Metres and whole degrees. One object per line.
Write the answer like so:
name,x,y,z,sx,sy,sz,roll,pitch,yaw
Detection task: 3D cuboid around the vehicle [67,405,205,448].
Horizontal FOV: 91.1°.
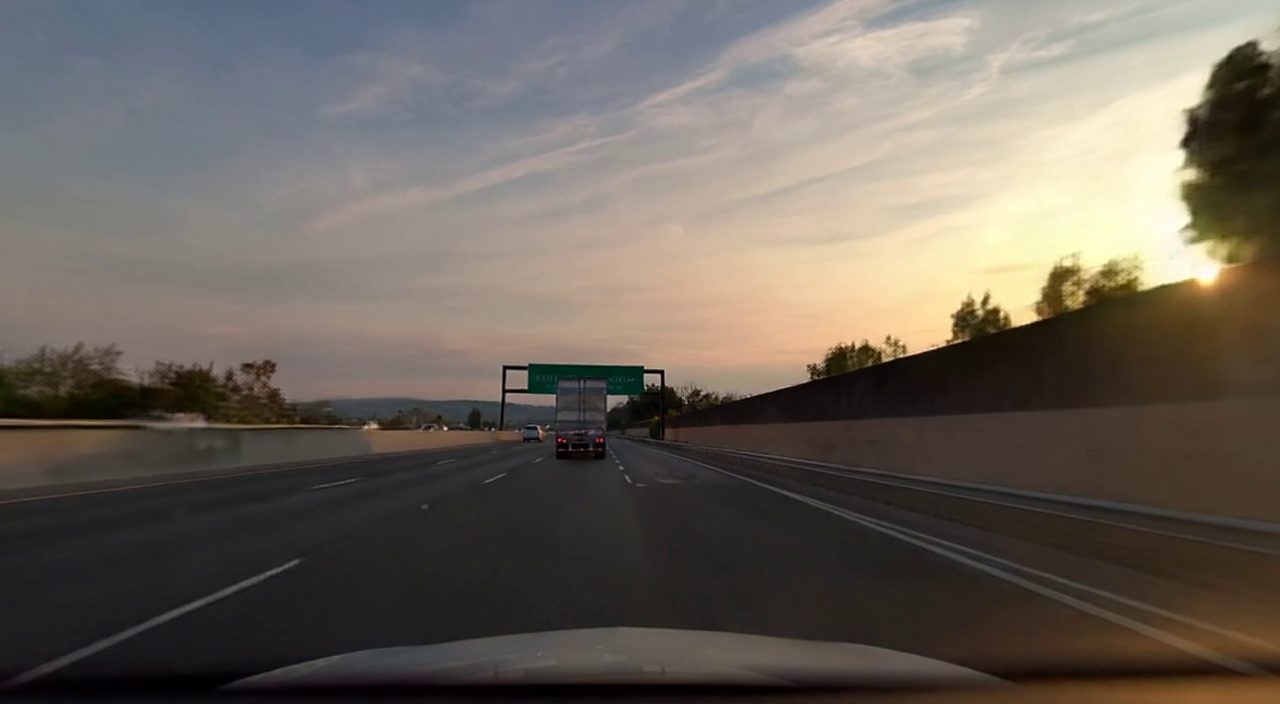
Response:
vehicle,-22.039,3.316,27.819,2.213,1.692,4.978,2,-7,-4

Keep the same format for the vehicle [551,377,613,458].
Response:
vehicle,-3.296,4.059,37.241,3.002,3.987,12.477,1,-8,-4
